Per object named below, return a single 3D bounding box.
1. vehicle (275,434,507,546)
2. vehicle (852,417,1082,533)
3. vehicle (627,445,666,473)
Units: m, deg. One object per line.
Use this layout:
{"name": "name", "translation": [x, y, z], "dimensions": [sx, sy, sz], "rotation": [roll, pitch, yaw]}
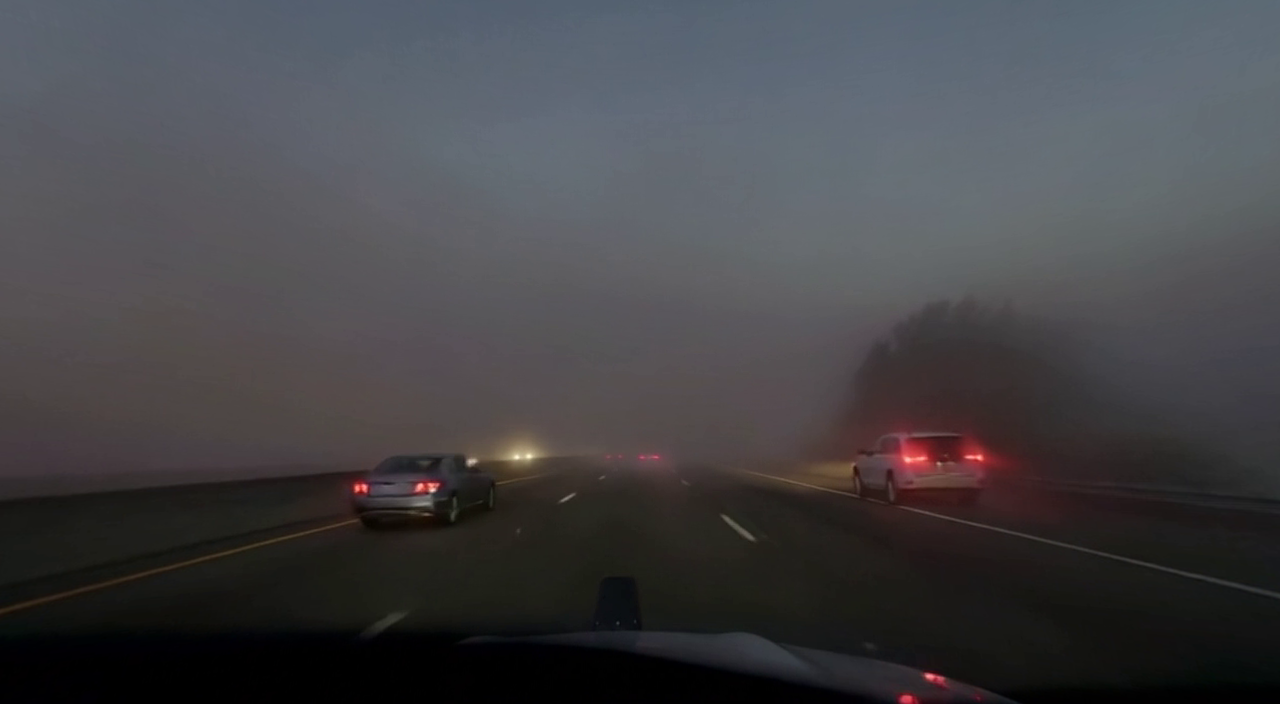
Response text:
{"name": "vehicle", "translation": [-4.110, 2.325, 11.305], "dimensions": [2.084, 1.594, 4.219], "rotation": [-1, -8, 6]}
{"name": "vehicle", "translation": [5.484, 2.118, 11.312], "dimensions": [2.143, 1.667, 4.221], "rotation": [-1, -9, 5]}
{"name": "vehicle", "translation": [0.442, 6.505, 38.488], "dimensions": [1.969, 1.595, 3.964], "rotation": [-1, -8, 6]}
